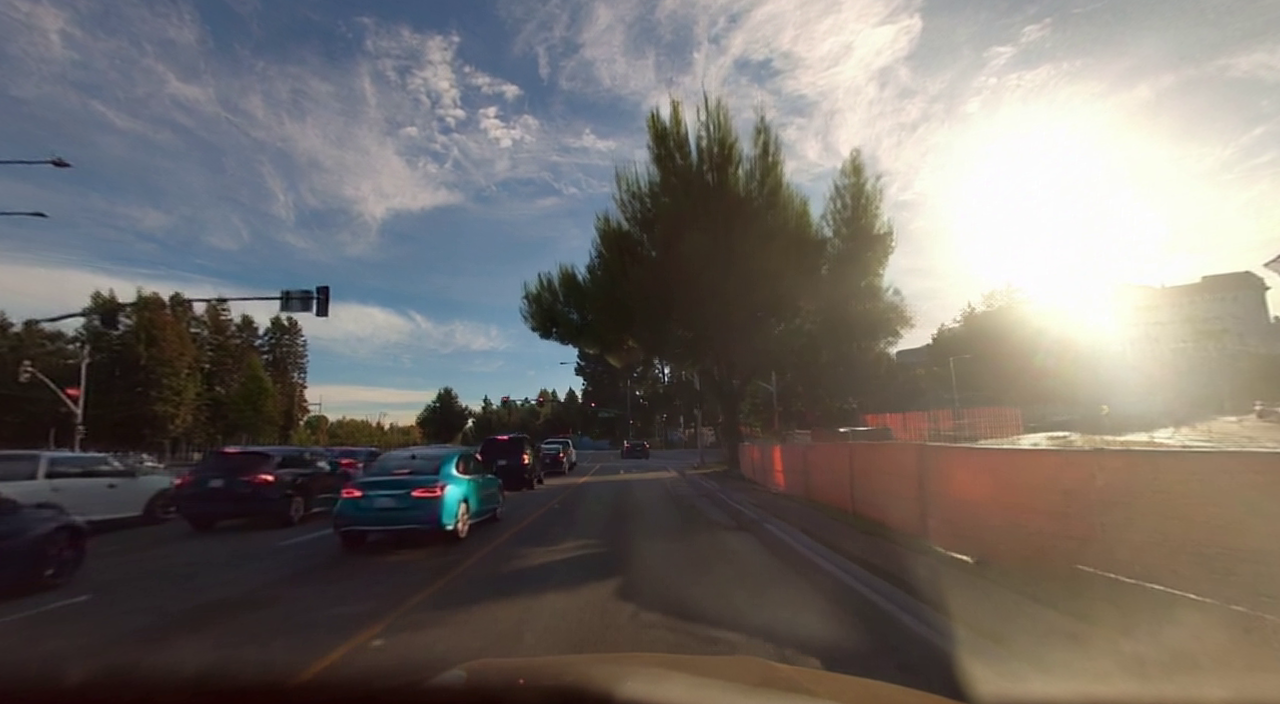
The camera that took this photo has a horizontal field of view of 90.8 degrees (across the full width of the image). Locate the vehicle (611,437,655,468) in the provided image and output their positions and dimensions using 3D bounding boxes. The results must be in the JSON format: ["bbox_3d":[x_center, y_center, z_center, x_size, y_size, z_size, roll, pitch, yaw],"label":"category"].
[{"bbox_3d":[-0.388,5.330,33.485,2.183,1.506,4.286,0,-9,-1],"label":"vehicle"}]

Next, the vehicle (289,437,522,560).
[{"bbox_3d":[-3.283,2.118,9.901,2.042,1.441,4.172,-1,-9,0],"label":"vehicle"}]

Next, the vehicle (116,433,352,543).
[{"bbox_3d":[-7.919,2.640,12.967,1.949,1.697,4.406,-4,-9,0],"label":"vehicle"}]
